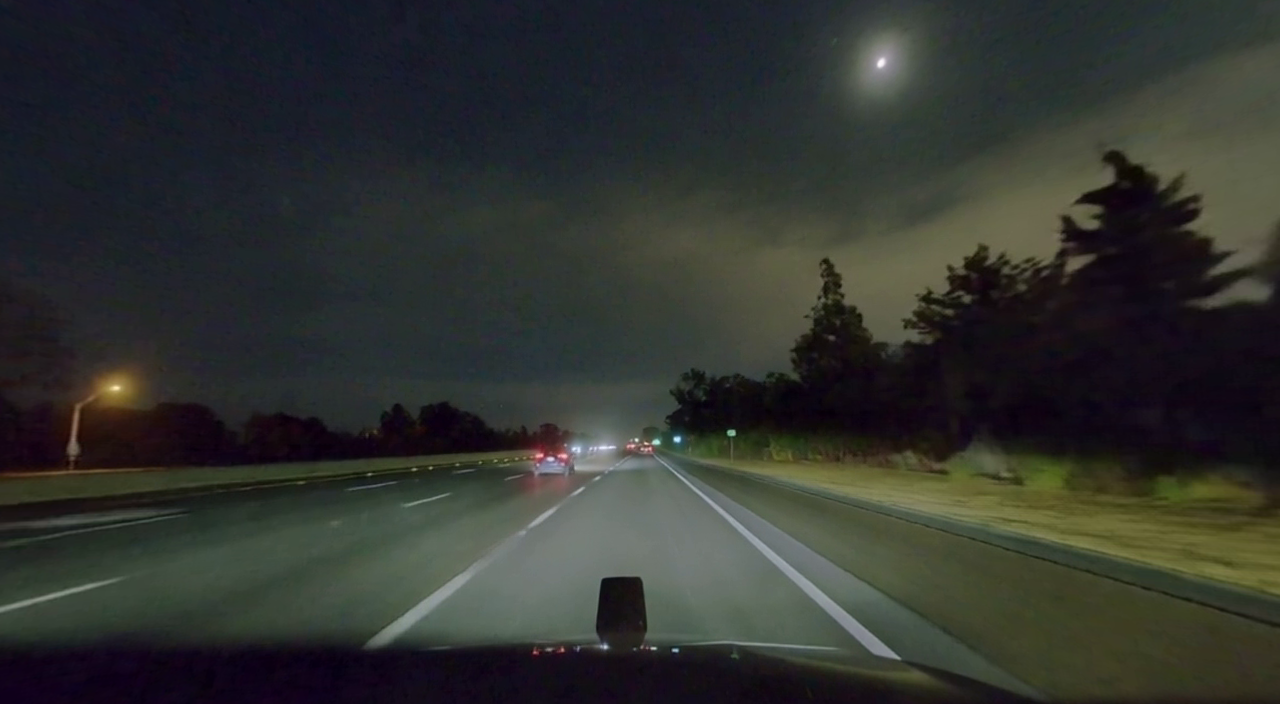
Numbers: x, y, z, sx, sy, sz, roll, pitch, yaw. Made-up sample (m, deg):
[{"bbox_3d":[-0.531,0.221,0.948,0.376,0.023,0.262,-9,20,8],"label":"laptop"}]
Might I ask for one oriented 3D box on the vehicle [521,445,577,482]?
[{"bbox_3d":[-3.857,4.780,27.367,1.786,1.488,4.023,0,-9,1],"label":"vehicle"}]
